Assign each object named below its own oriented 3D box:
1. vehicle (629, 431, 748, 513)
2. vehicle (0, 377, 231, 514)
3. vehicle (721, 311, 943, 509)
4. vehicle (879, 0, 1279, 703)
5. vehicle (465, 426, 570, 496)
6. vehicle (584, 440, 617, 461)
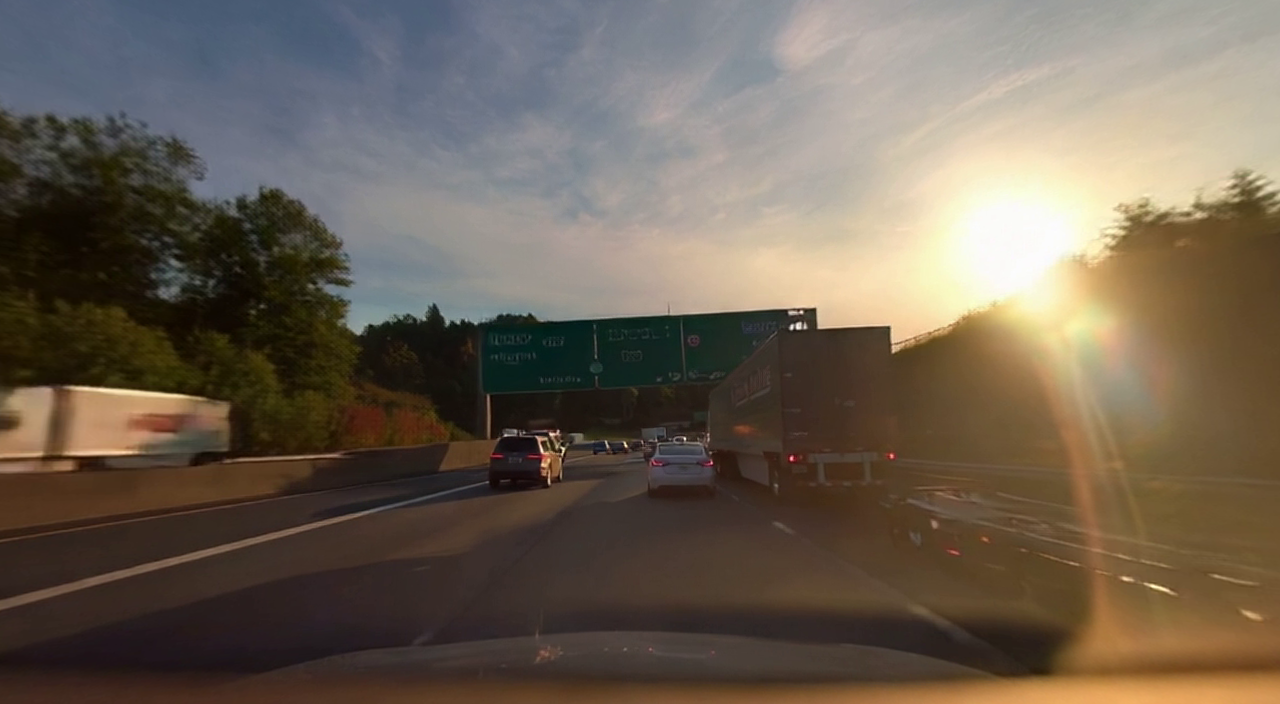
[{"bbox_3d":[0.894,2.526,13.854,2.200,1.495,4.282,0,-8,0],"label":"vehicle"},{"bbox_3d":[-14.753,2.447,16.929,2.621,2.896,7.092,0,-8,1],"label":"vehicle"},{"bbox_3d":[4.837,2.123,20.161,2.883,4.070,14.423,0,-8,1],"label":"vehicle"},{"bbox_3d":[4.515,0.010,4.793,2.981,3.988,6.053,0,-8,1],"label":"vehicle"},{"bbox_3d":[-3.313,3.032,18.043,2.006,1.729,4.447,0,-8,2],"label":"vehicle"},{"bbox_3d":[-3.057,7.699,49.645,2.181,1.538,4.169,0,-8,2],"label":"vehicle"}]
